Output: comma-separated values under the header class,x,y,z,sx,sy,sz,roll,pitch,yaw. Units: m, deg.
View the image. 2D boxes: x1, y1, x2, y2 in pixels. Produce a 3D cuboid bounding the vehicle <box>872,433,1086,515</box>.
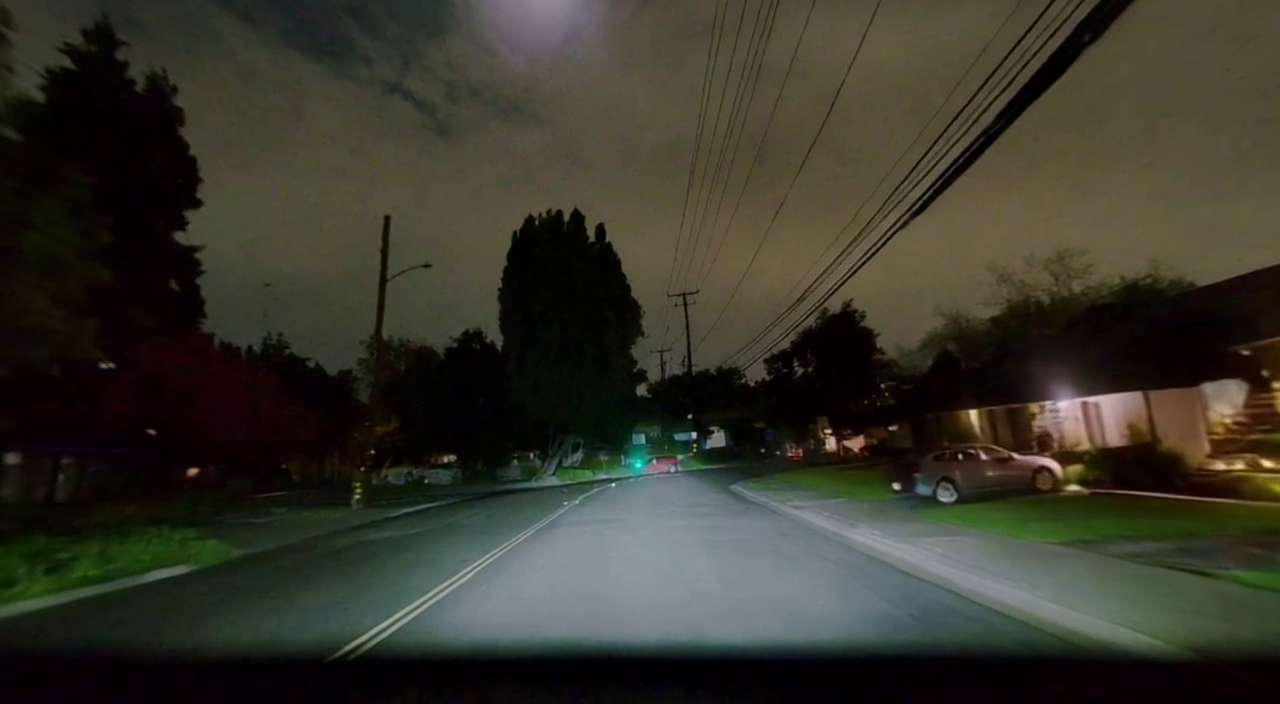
class,x,y,z,sx,sy,sz,roll,pitch,yaw
vehicle,7.727,2.782,14.698,3.846,1.725,1.920,0,-9,-3
